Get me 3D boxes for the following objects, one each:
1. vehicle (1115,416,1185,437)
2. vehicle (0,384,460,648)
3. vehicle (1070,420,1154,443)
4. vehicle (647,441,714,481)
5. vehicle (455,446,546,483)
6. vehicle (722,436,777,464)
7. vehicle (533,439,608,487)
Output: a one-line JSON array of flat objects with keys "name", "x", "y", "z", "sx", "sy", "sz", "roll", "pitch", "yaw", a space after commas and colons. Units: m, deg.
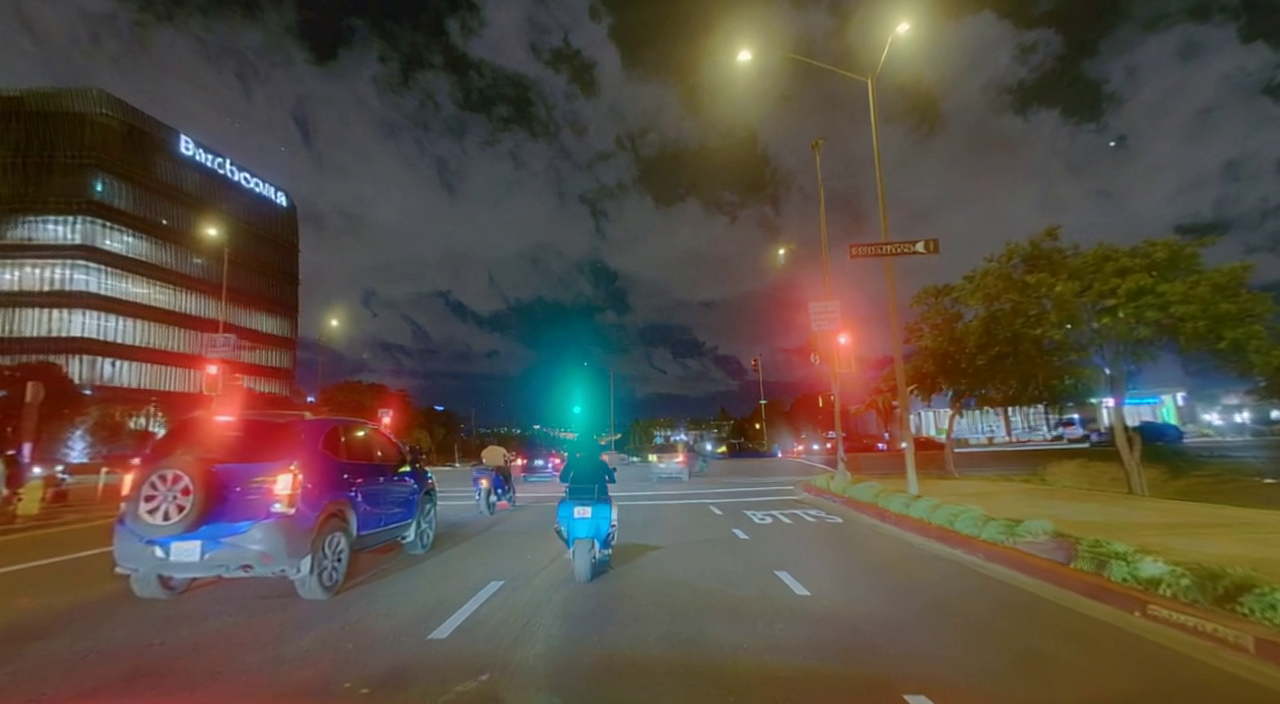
[{"name": "vehicle", "x": 36.764, "y": 5.409, "z": 45.317, "sx": 1.625, "sy": 1.449, "sz": 3.557, "roll": 6, "pitch": -11, "yaw": -38}, {"name": "vehicle", "x": -3.581, "y": 1.457, "z": 6.611, "sx": 2.000, "sy": 1.809, "sz": 4.405, "roll": 0, "pitch": -8, "yaw": 1}, {"name": "vehicle", "x": 30.641, "y": 5.192, "z": 40.811, "sx": 1.751, "sy": 1.420, "sz": 4.027, "roll": 8, "pitch": -12, "yaw": -42}, {"name": "vehicle", "x": 1.735, "y": 4.398, "z": 25.701, "sx": 2.025, "sy": 1.458, "sz": 4.085, "roll": -2, "pitch": -9, "yaw": 14}, {"name": "vehicle", "x": -6.116, "y": 4.998, "z": 28.262, "sx": 2.018, "sy": 1.491, "sz": 4.795, "roll": -2, "pitch": -9, "yaw": 14}, {"name": "vehicle", "x": 6.944, "y": 6.143, "z": 39.572, "sx": 2.082, "sy": 1.671, "sz": 3.992, "roll": -5, "pitch": -10, "yaw": 30}, {"name": "vehicle", "x": -2.513, "y": 4.152, "z": 23.780, "sx": 1.935, "sy": 1.615, "sz": 4.073, "roll": -1, "pitch": -8, "yaw": 7}]
